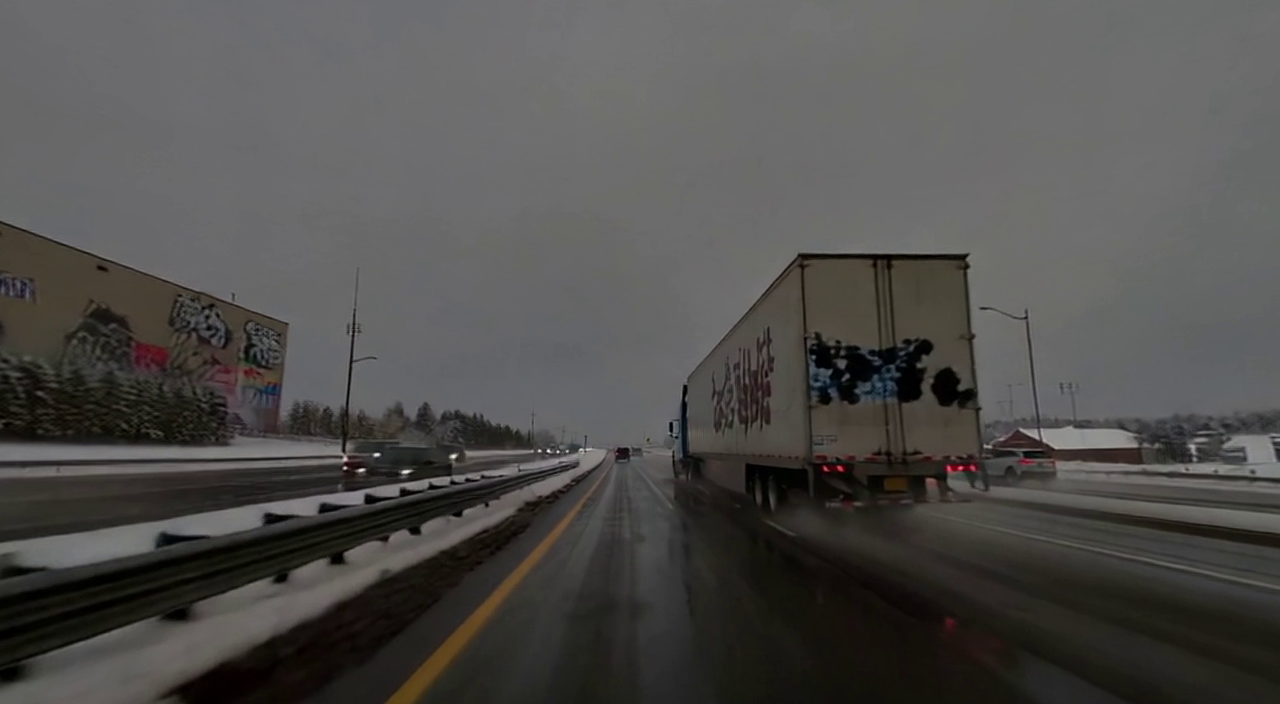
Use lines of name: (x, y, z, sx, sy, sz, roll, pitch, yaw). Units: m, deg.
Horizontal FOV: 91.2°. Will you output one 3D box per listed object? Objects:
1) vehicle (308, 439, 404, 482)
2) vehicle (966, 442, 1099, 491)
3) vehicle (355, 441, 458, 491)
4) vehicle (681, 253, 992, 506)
vehicle: (-11.623, 4.461, 26.000, 1.993, 1.622, 4.248, 0, -9, -1)
vehicle: (14.609, 4.254, 23.685, 2.107, 1.648, 4.324, 0, -9, -1)
vehicle: (-7.879, 3.880, 21.649, 1.912, 1.501, 4.414, 0, -9, -1)
vehicle: (3.855, 1.790, 19.471, 3.317, 4.314, 17.803, 0, -9, -2)
